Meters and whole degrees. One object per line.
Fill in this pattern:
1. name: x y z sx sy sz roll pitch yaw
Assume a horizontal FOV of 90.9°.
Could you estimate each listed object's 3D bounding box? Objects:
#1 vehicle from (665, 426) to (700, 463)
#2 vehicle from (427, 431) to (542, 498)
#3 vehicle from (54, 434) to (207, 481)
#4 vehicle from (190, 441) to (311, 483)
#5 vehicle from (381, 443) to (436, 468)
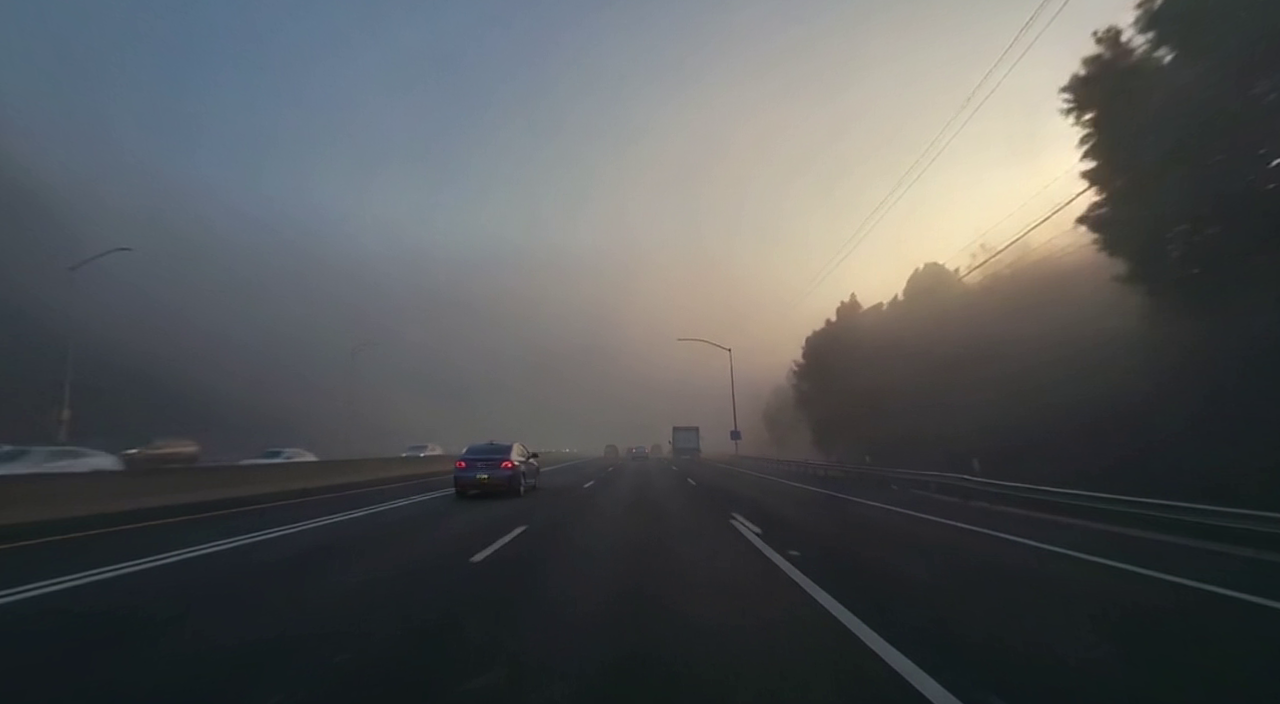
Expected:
1. vehicle: 3.284 7.304 49.813 2.352 2.698 5.688 0 -8 0
2. vehicle: -4.215 3.119 17.899 2.064 1.642 4.389 0 -8 1
3. vehicle: -22.256 4.622 27.947 2.117 1.885 5.477 0 -8 1
4. vehicle: -14.869 4.209 24.418 1.904 1.476 4.284 0 -8 0
5. vehicle: -14.843 6.653 40.706 1.890 1.476 4.274 0 -8 1
